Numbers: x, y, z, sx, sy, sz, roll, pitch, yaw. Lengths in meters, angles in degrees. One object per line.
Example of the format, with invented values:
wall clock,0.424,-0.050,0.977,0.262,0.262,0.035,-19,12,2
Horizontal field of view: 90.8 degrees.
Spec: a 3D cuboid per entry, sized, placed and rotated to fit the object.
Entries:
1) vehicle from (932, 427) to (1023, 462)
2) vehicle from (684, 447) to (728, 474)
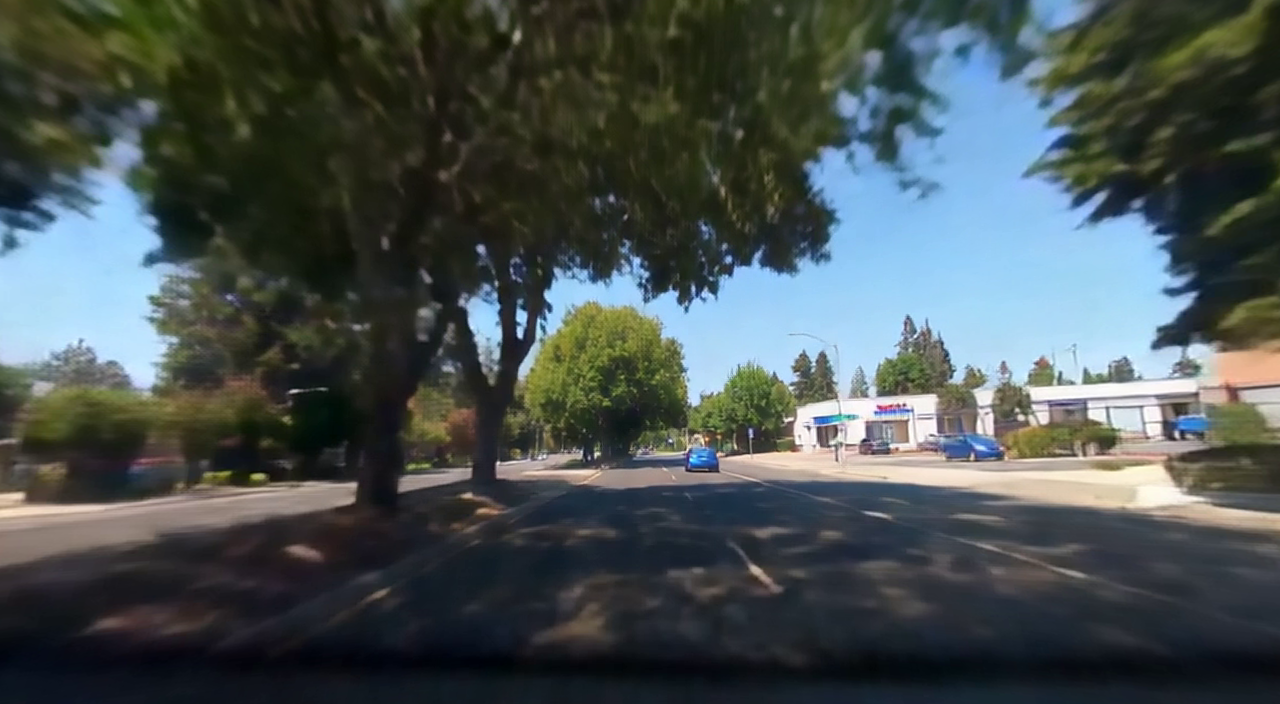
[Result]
vehicle,19.970,5.523,37.823,2.247,1.917,5.791,0,-8,0
vehicle,3.599,5.976,34.975,1.929,1.411,4.284,0,-9,-1
